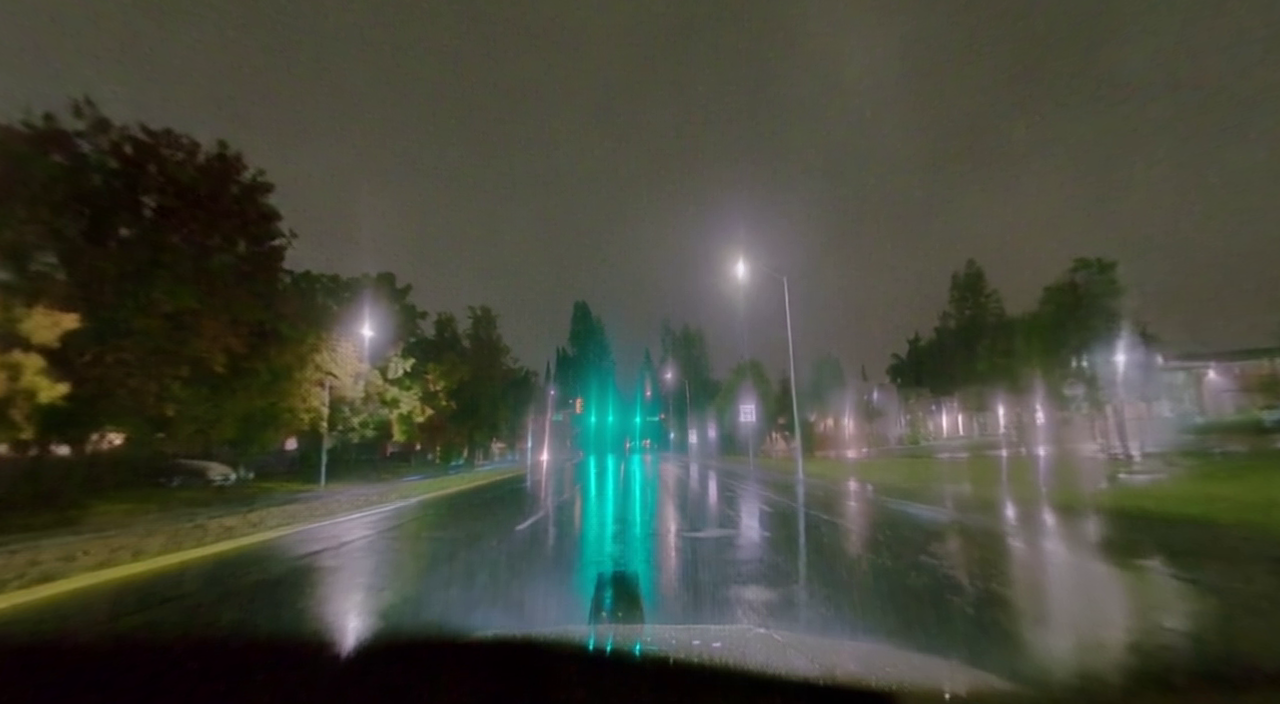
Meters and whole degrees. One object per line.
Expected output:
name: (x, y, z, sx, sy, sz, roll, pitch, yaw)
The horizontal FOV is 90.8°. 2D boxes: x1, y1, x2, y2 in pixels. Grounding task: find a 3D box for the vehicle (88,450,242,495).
vehicle: (-20.254, 5.140, 27.142, 4.761, 1.812, 2.206, 0, -9, -1)
